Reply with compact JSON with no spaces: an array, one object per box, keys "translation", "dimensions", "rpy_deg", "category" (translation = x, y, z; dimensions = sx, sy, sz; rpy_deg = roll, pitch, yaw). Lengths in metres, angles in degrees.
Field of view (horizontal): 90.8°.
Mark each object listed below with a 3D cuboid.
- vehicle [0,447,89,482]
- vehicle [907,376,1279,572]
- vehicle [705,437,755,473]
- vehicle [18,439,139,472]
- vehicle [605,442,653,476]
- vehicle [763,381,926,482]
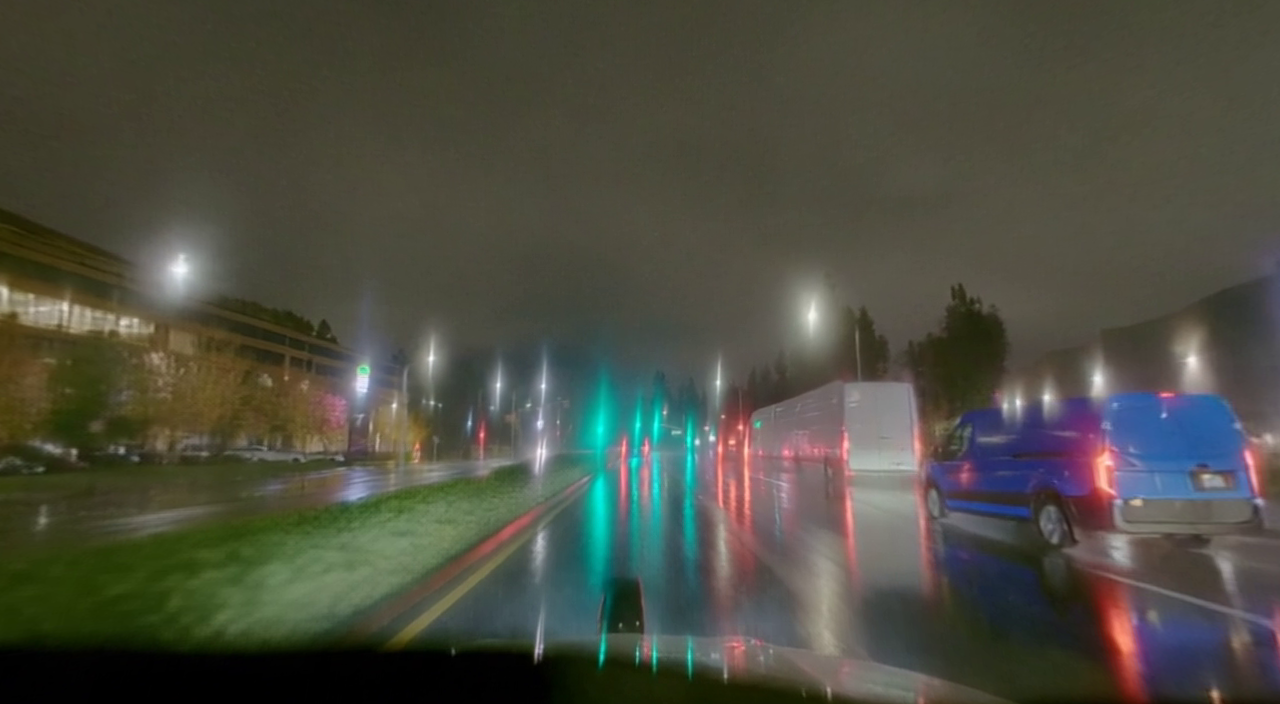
[{"translation":[-29.928,5.438,30.584],"dimensions":[4.496,1.599,2.090],"rpy_deg":[0,-8,1],"category":"vehicle"},{"translation":[6.691,1.734,9.752],"dimensions":[2.573,2.127,5.568],"rpy_deg":[0,-8,-1],"category":"vehicle"},{"translation":[4.525,5.255,32.341],"dimensions":[2.047,1.711,4.265],"rpy_deg":[0,-8,1],"category":"vehicle"},{"translation":[-29.480,5.437,33.286],"dimensions":[4.377,1.665,2.129],"rpy_deg":[-1,-8,3],"category":"vehicle"},{"translation":[-0.529,4.960,29.500],"dimensions":[2.095,1.456,3.873],"rpy_deg":[0,-8,-1],"category":"vehicle"},{"translation":[10.001,4.447,34.234],"dimensions":[2.960,4.109,16.764],"rpy_deg":[0,-8,-1],"category":"vehicle"}]
